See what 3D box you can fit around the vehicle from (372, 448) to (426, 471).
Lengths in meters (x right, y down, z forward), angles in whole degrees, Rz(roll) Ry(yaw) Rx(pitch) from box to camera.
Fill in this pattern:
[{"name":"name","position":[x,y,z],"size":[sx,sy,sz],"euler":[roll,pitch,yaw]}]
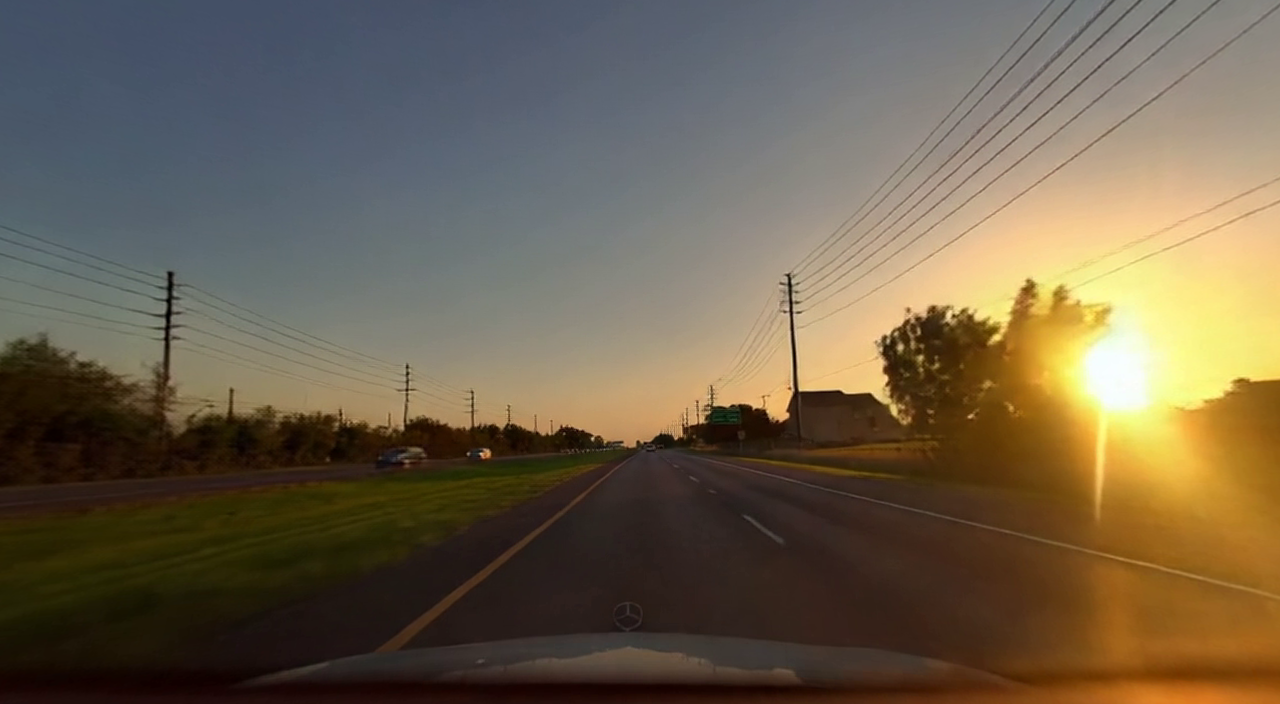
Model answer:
[{"name":"vehicle","position":[-16.525,7.359,43.251],"size":[1.874,1.441,4.450],"euler":[0,-8,1]}]
